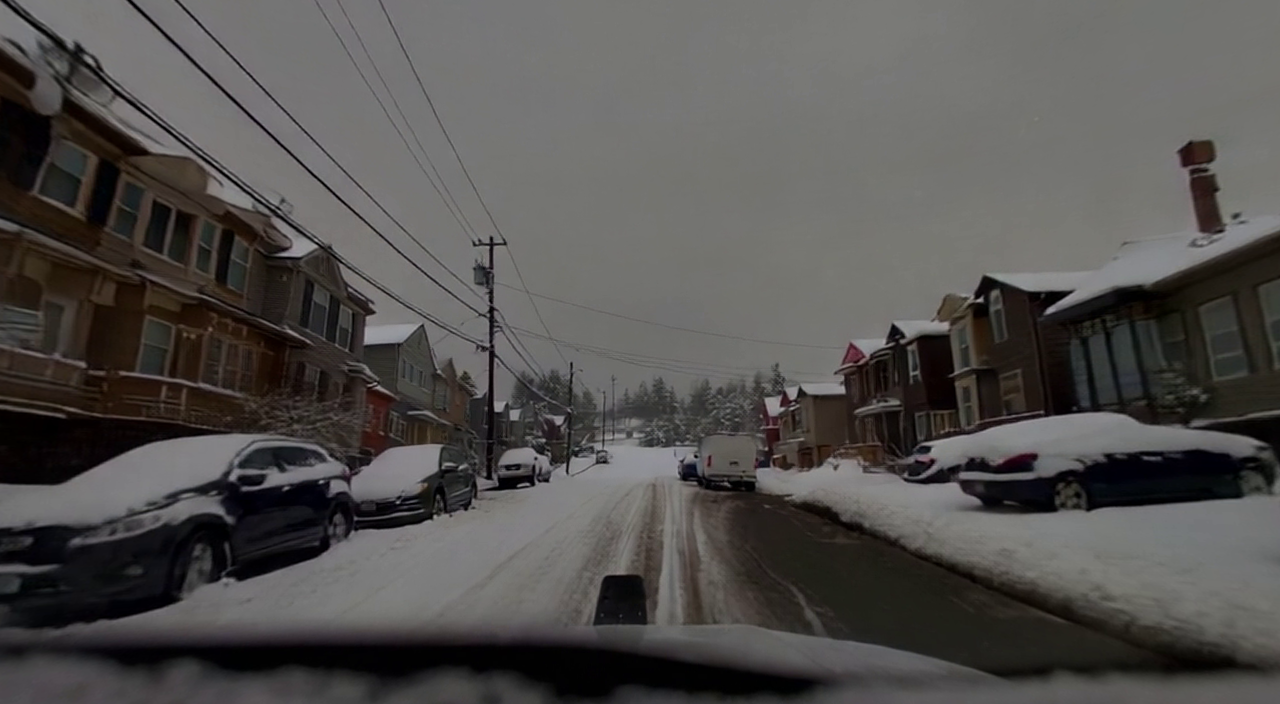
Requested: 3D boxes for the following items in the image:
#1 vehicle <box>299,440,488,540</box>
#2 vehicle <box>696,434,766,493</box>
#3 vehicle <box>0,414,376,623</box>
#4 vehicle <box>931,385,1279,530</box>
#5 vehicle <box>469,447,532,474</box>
[{"bbox_3d":[-4.472,2.509,12.362,1.960,1.507,4.542,0,-7,-1],"label":"vehicle"},{"bbox_3d":[3.652,4.574,26.211,2.343,2.229,4.199,0,-9,1],"label":"vehicle"},{"bbox_3d":[-4.874,1.624,7.246,1.967,1.656,3.924,2,-7,0],"label":"vehicle"},{"bbox_3d":[8.365,1.758,10.765,5.615,1.787,2.014,-6,-11,1],"label":"vehicle"},{"bbox_3d":[-9.110,7.097,41.430,3.684,1.628,1.792,0,-7,1],"label":"vehicle"}]
